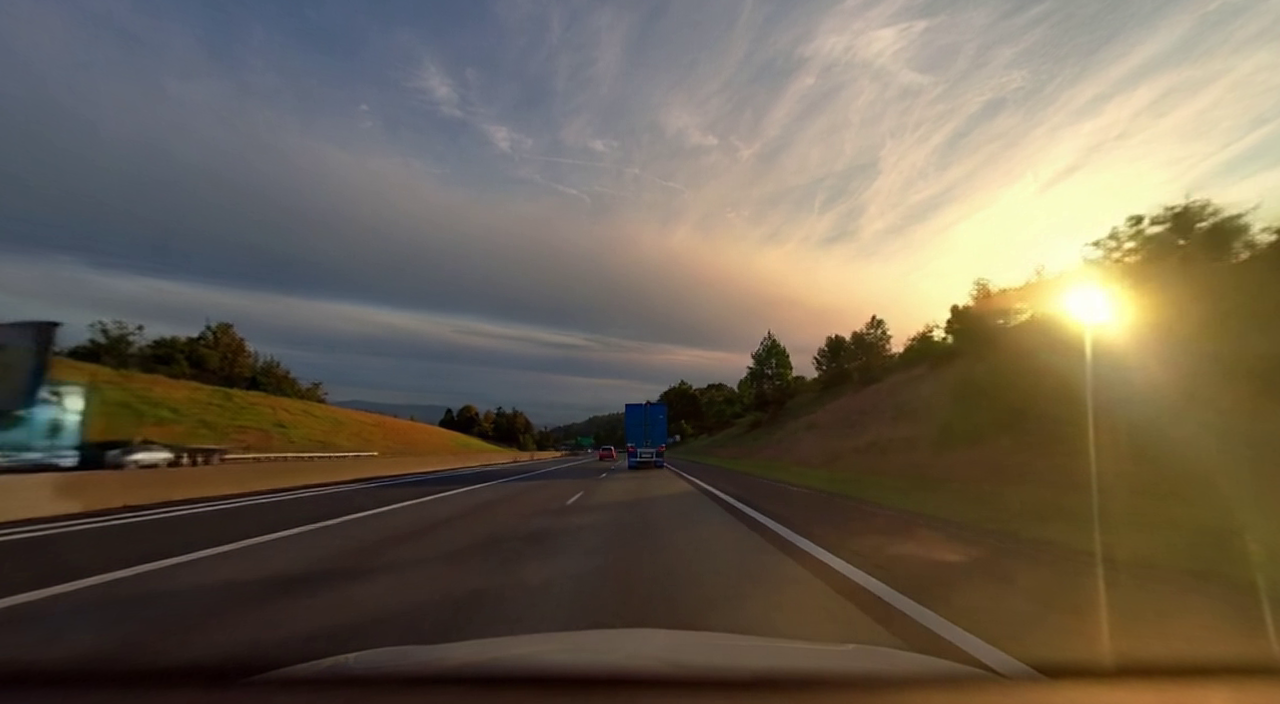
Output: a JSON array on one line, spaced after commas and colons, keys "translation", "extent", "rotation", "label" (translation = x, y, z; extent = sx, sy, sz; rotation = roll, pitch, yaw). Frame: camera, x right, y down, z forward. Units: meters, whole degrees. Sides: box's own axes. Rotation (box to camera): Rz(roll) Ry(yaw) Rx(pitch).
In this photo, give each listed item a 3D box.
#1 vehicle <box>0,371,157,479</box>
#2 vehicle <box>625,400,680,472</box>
[{"translation": [-22.686, 2.776, 23.109], "extent": [2.922, 3.559, 8.696], "rotation": [0, -9, 0], "label": "vehicle"}, {"translation": [0.572, 5.557, 40.955], "extent": [3.055, 4.009, 10.972], "rotation": [0, -9, -1], "label": "vehicle"}]
